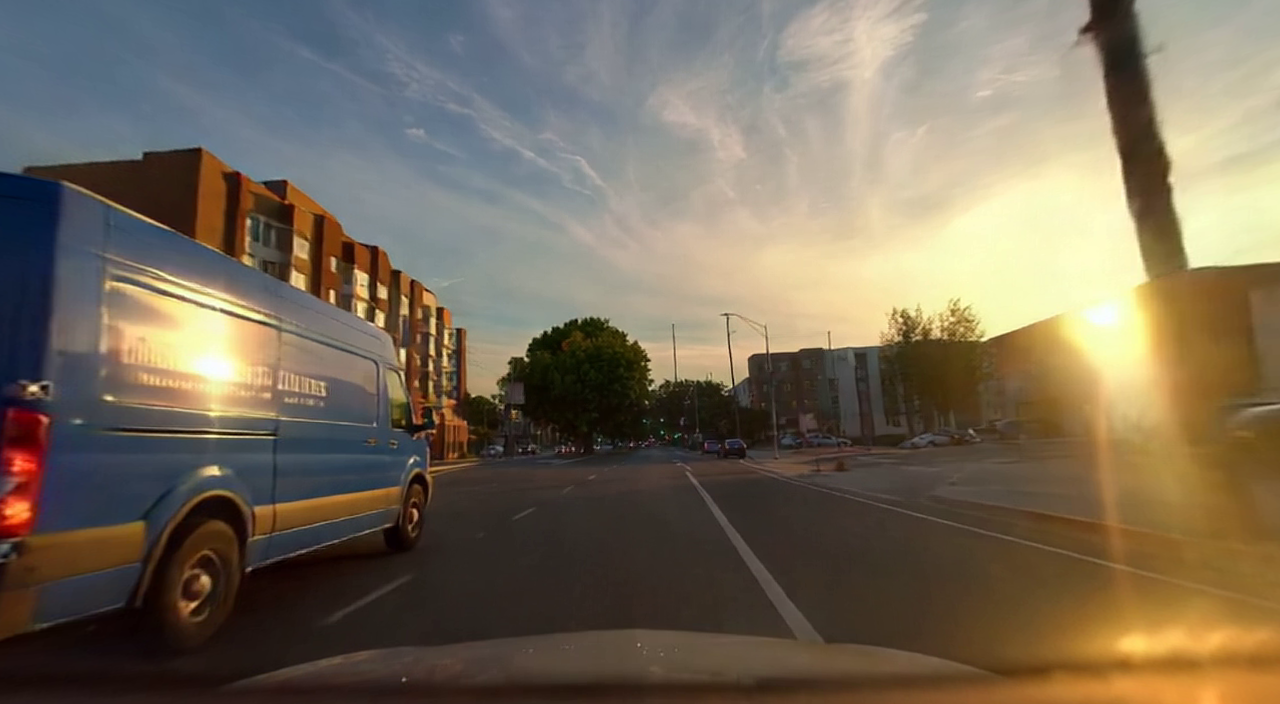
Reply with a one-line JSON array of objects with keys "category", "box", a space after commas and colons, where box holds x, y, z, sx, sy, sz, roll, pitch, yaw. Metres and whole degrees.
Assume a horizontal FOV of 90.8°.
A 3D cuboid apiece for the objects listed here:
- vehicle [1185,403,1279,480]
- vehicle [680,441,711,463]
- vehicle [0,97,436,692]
[{"category": "vehicle", "box": [15.875, 2.315, 16.534, 1.976, 1.729, 5.166, -8, -11, 43]}, {"category": "vehicle", "box": [4.128, 7.501, 47.401, 1.878, 1.534, 4.120, 0, -8, 0]}, {"category": "vehicle", "box": [-4.674, 0.684, 6.481, 2.763, 2.974, 7.562, 0, -8, -1]}]
